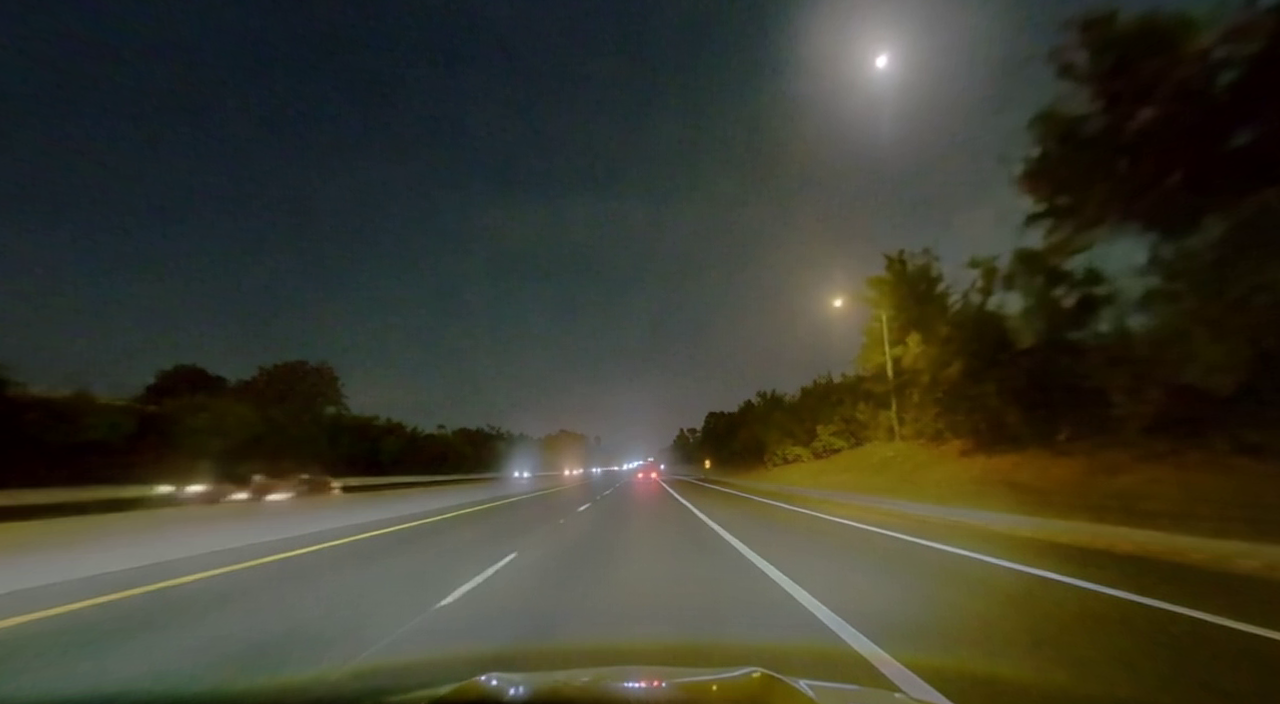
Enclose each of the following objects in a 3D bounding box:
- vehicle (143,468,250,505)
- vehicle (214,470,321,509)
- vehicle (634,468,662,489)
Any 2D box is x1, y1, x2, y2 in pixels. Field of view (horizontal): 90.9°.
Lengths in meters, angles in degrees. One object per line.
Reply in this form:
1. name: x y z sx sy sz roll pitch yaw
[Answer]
1. vehicle: -19.831 5.993 28.391 1.778 1.488 4.043 1 -11 1
2. vehicle: -15.491 5.716 26.469 1.983 1.443 3.919 1 -11 1
3. vehicle: 0.590 9.755 48.749 2.016 1.530 4.009 1 -11 0
